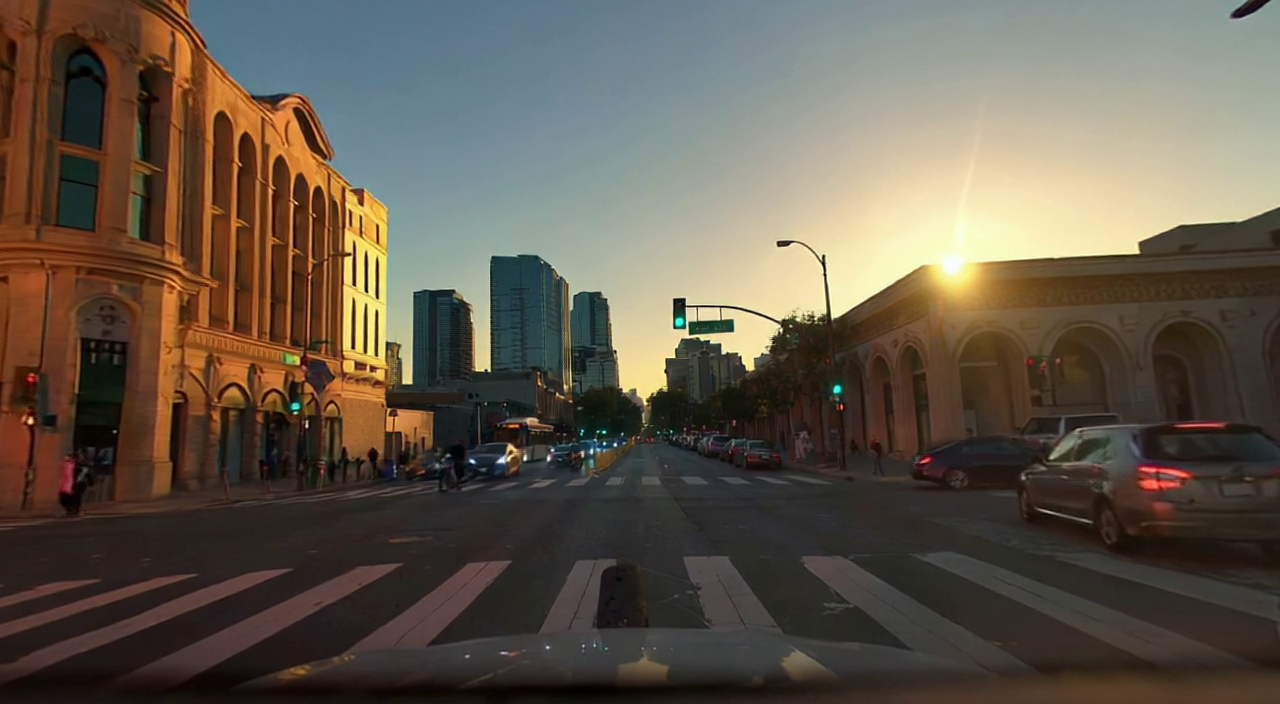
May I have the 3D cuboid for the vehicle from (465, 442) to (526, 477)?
[{"bbox_3d":[-6.663,4.981,29.491,1.861,1.508,4.052,0,-8,0],"label":"vehicle"}]

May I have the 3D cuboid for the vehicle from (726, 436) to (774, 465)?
[{"bbox_3d":[6.254,5.649,36.298,1.926,1.574,3.961,0,-8,-2],"label":"vehicle"}]

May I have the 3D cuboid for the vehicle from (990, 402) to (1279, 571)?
[{"bbox_3d":[6.213,1.568,8.137,1.912,1.505,4.889,-3,-9,17],"label":"vehicle"}]

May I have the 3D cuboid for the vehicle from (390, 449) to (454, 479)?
[{"bbox_3d":[-11.925,6.127,34.834,1.998,1.505,4.405,0,-8,0],"label":"vehicle"}]

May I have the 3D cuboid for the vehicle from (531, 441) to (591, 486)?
[{"bbox_3d":[-2.801,3.948,22.745,1.904,1.402,4.759,1,-8,-6],"label":"vehicle"}]
